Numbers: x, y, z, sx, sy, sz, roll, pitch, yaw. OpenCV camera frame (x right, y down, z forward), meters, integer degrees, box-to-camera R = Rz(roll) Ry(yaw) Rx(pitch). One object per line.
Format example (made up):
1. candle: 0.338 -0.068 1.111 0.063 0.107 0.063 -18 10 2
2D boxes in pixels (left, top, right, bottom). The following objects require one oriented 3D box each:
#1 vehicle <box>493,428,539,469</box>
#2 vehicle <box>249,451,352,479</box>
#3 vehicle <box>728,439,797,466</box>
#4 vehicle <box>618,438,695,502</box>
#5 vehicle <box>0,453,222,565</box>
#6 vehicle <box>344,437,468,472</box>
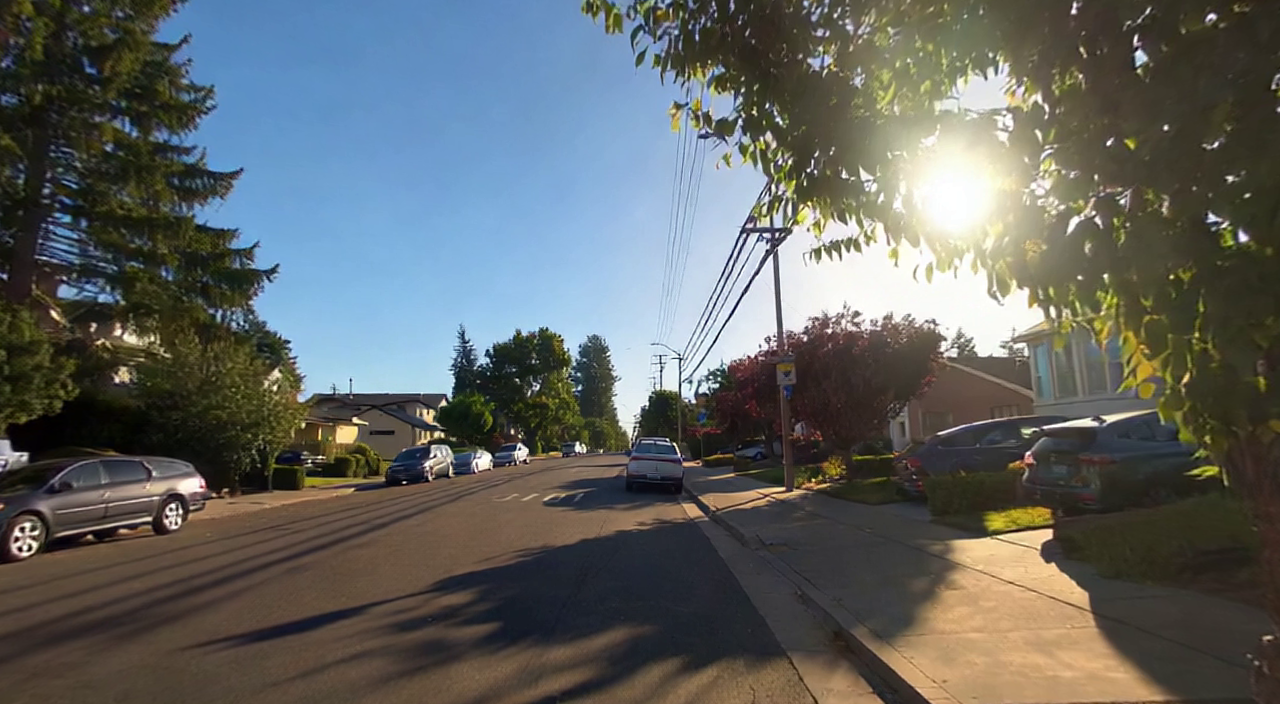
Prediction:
1. vehicle: -9.440 7.422 48.585 2.199 2.902 5.848 0 -8 1
2. vehicle: -18.205 6.082 33.995 4.481 1.420 1.712 1 -9 -3
3. vehicle: 7.855 6.496 40.773 4.075 1.674 1.811 0 -8 0
4. vehicle: 0.474 3.191 17.382 1.908 1.572 3.105 0 -8 3
5. vehicle: -9.497 2.424 10.454 1.968 1.449 4.502 0 -8 2
6. vehicle: -14.015 6.183 38.114 6.488 2.009 2.354 0 -8 1
